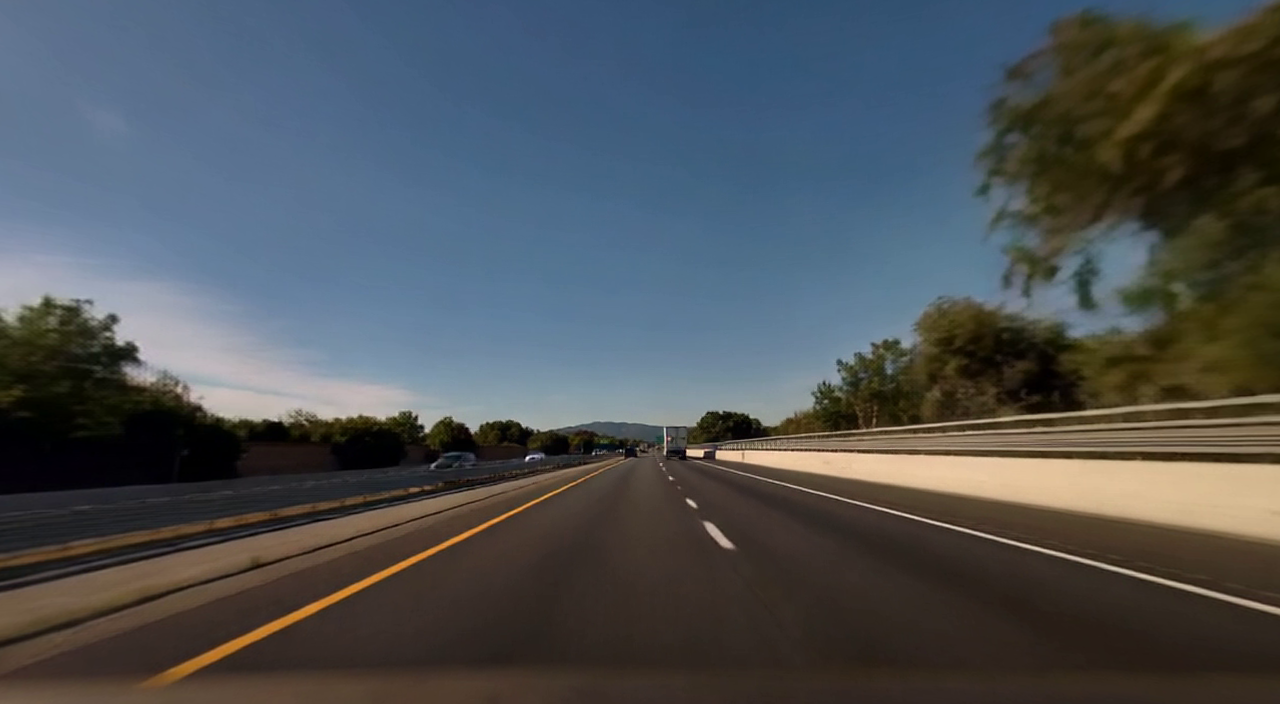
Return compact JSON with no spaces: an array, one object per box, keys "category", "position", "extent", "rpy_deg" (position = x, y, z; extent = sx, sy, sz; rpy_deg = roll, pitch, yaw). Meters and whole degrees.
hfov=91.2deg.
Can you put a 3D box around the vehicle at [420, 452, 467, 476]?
[{"category":"vehicle","position":[-13.465,7.711,43.195],"extent":[1.831,1.524,4.137],"rpy_deg":[-1,-9,1]}]
